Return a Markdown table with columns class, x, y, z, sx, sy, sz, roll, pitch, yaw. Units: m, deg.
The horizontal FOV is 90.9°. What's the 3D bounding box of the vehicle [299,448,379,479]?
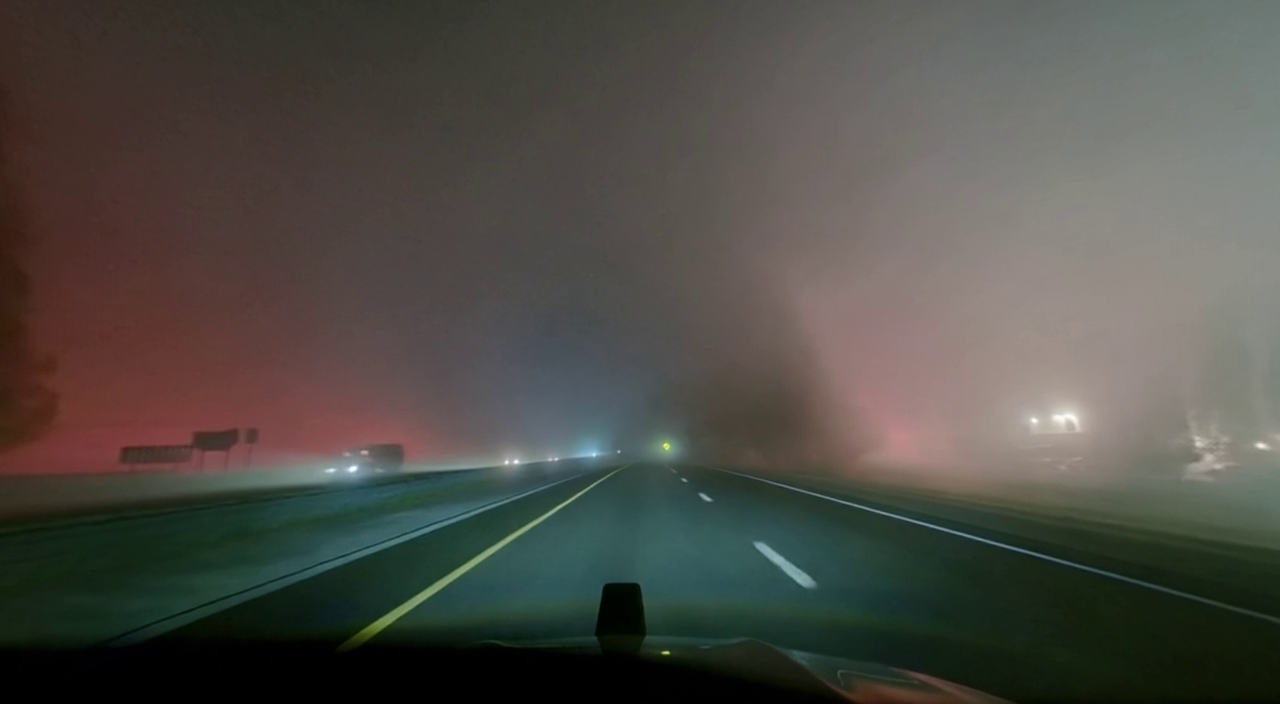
| class | x | y | z | sx | sy | sz | roll | pitch | yaw |
| --- | --- | --- | --- | --- | --- | --- | --- | --- | --- |
| vehicle | -21.906 | 8.110 | 46.300 | 2.507 | 2.080 | 6.634 | -1 | -8 | 1 |
